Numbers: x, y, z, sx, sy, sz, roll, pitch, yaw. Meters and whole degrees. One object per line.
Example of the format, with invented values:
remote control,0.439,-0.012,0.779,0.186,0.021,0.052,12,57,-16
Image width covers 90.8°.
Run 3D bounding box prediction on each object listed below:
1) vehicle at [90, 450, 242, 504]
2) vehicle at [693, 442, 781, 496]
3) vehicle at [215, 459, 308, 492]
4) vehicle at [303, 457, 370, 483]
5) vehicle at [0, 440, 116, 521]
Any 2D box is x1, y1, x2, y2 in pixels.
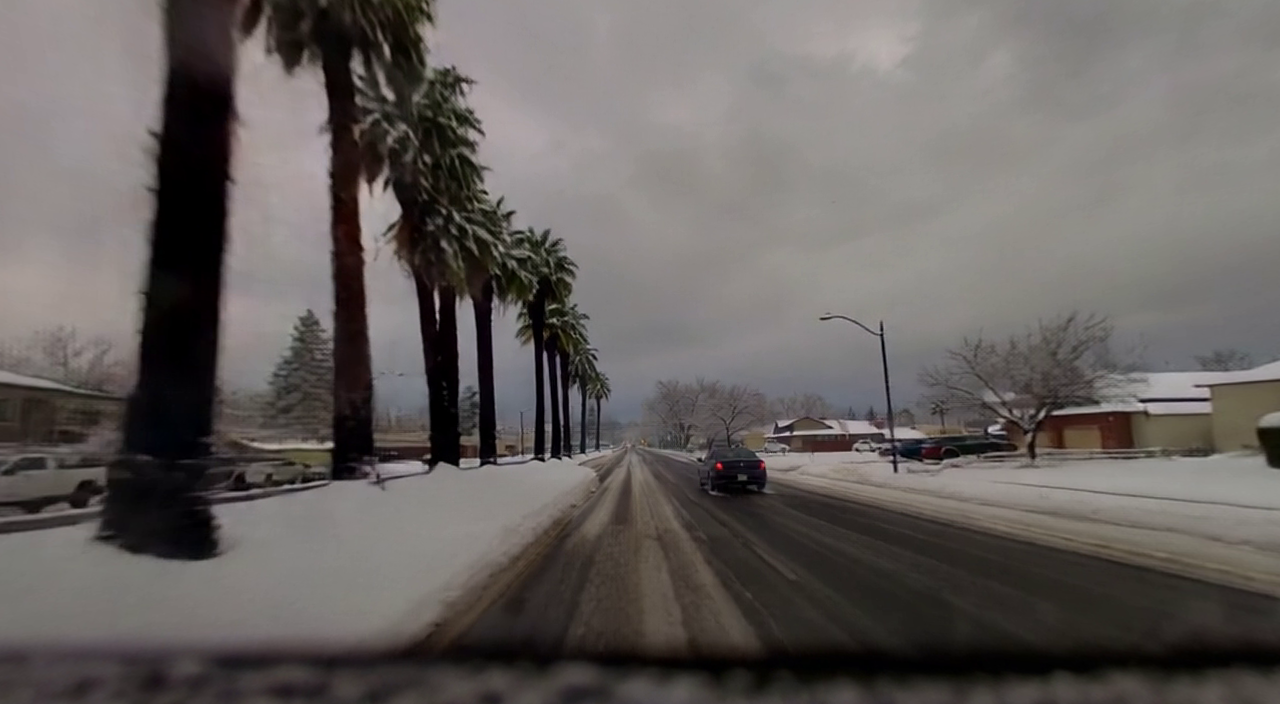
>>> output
vehicle,-19.208,5.047,26.056,2.056,1.946,5.498,0,-9,-1
vehicle,2.919,3.660,20.138,1.989,1.492,4.689,0,-9,-1
vehicle,-19.189,6.254,32.336,1.836,1.476,4.950,0,-9,-1
vehicle,-19.227,7.470,40.264,1.897,1.482,4.707,0,-9,0
vehicle,-19.185,3.801,19.003,2.344,2.232,5.170,0,-9,-1
